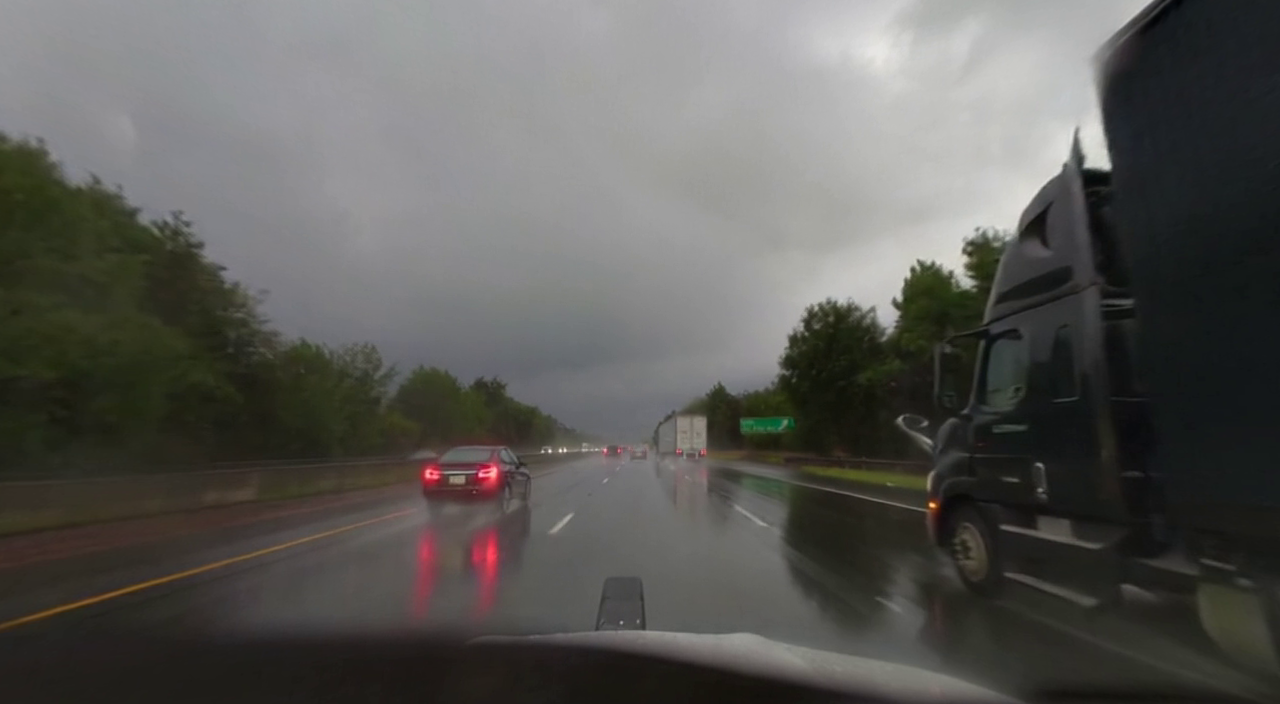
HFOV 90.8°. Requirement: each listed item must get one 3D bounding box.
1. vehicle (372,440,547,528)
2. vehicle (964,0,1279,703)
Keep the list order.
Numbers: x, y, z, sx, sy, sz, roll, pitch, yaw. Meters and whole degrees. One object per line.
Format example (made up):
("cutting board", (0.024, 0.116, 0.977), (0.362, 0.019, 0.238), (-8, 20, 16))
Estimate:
("vehicle", (-3.353, 2.570, 12.868), (2.121, 1.445, 4.651), (0, -9, 1))
("vehicle", (4.398, -0.223, 2.492), (2.947, 3.957, 5.916), (0, -9, 0))
